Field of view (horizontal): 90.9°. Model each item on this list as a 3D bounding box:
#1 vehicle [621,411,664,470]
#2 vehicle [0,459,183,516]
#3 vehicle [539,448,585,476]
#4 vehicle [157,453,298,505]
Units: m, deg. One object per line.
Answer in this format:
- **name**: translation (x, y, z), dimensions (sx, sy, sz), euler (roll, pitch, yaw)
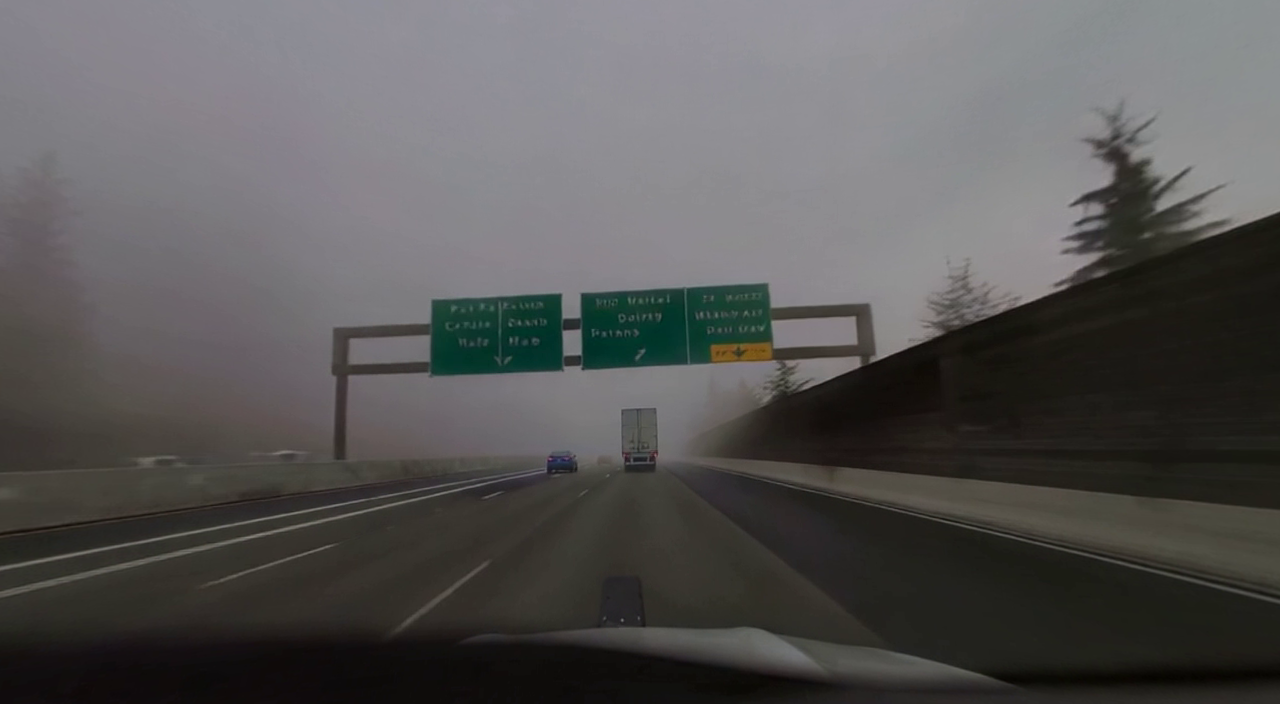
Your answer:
- **vehicle**: translation (0.242, 6.903, 48.764), dimensions (2.980, 4.051, 10.359), euler (0, -9, 0)
- **vehicle**: translation (-16.628, 4.046, 19.355), dimensions (1.813, 1.452, 4.446), euler (0, -9, 0)
- **vehicle**: translation (-4.457, 6.370, 36.743), dimensions (1.977, 1.478, 4.702), euler (0, -9, 1)
- **vehicle**: translation (-12.957, 3.972, 20.149), dimensions (1.797, 1.436, 3.926), euler (0, -9, 1)
